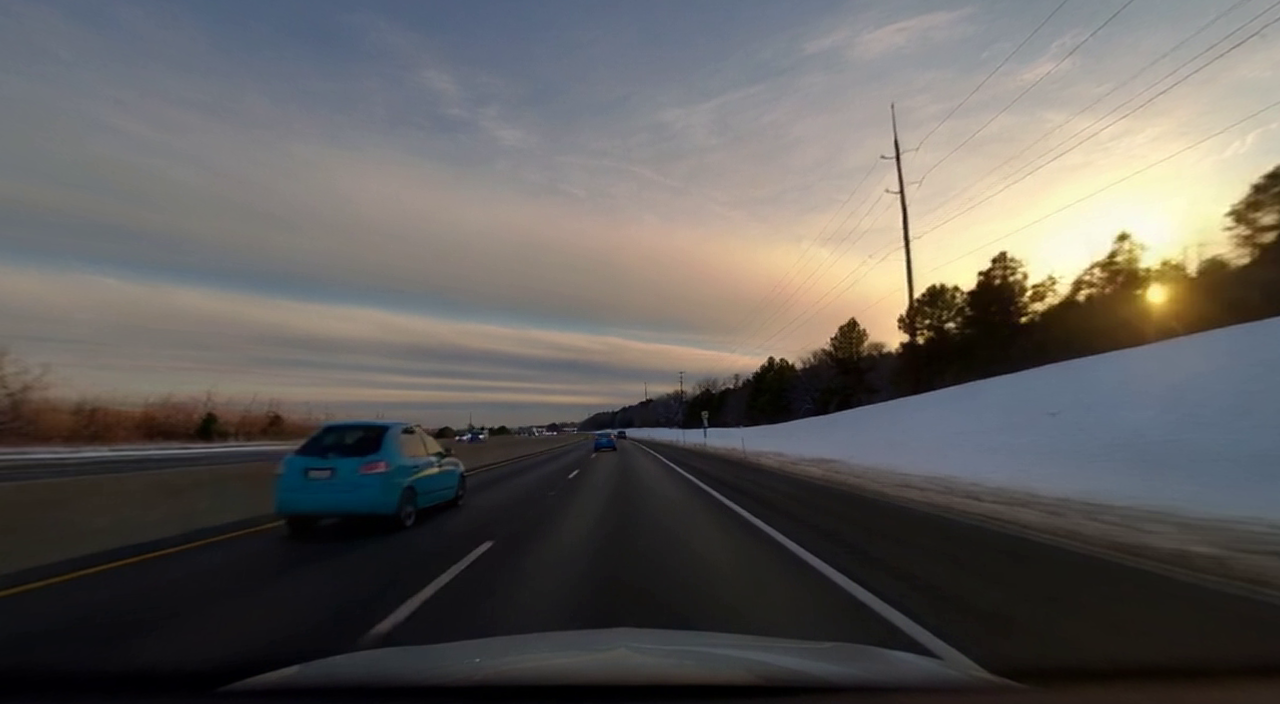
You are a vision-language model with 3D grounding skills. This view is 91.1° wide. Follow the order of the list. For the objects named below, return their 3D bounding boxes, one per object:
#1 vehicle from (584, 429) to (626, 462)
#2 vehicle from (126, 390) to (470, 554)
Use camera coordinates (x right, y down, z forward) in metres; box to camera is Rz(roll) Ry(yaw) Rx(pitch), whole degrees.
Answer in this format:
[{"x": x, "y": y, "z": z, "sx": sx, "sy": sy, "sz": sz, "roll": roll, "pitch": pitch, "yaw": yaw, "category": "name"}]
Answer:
[{"x": -1.698, "y": 4.665, "z": 31.574, "sx": 1.999, "sy": 1.536, "sz": 3.969, "roll": 0, "pitch": -8, "yaw": -1, "category": "vehicle"}, {"x": -4.293, "y": 1.611, "z": 9.253, "sx": 2.189, "sy": 1.704, "sz": 5.205, "roll": 0, "pitch": -8, "yaw": -1, "category": "vehicle"}]
